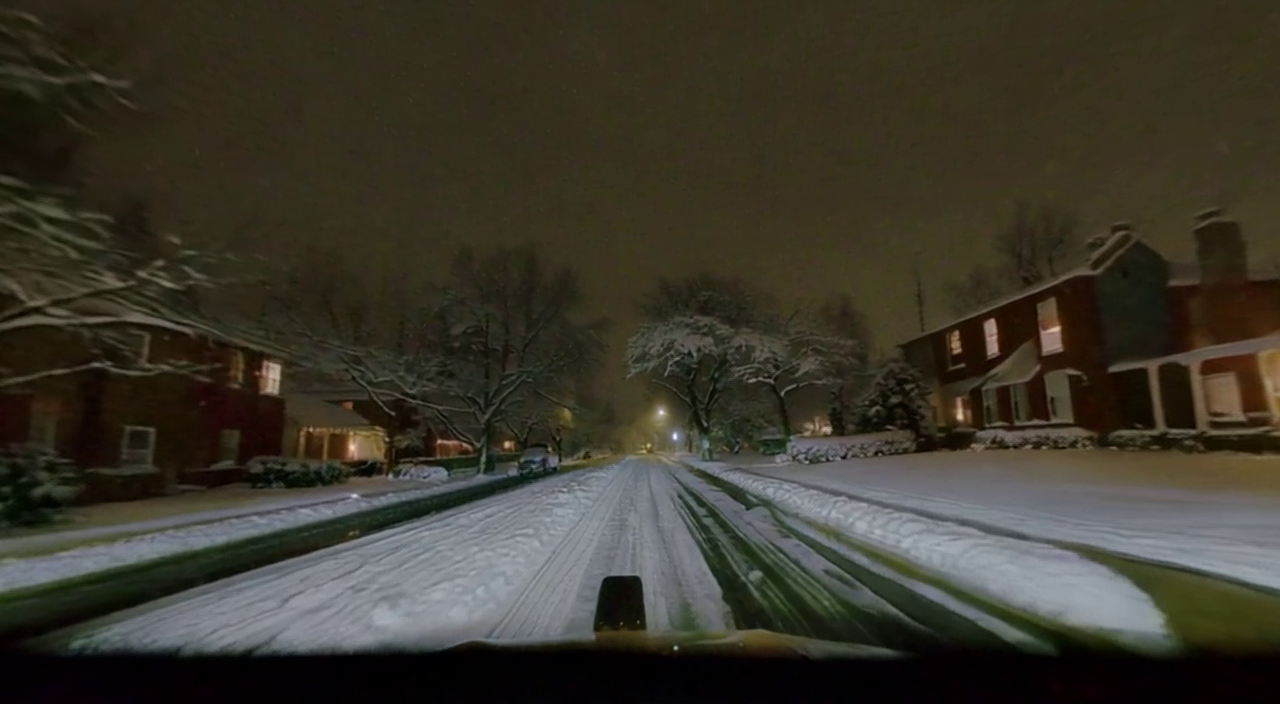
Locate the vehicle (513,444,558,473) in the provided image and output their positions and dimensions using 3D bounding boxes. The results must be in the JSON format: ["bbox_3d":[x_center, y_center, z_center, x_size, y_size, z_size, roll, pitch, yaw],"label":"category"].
[{"bbox_3d":[-6.624,6.795,40.640,2.078,1.745,5.119,0,-9,-1],"label":"vehicle"}]
